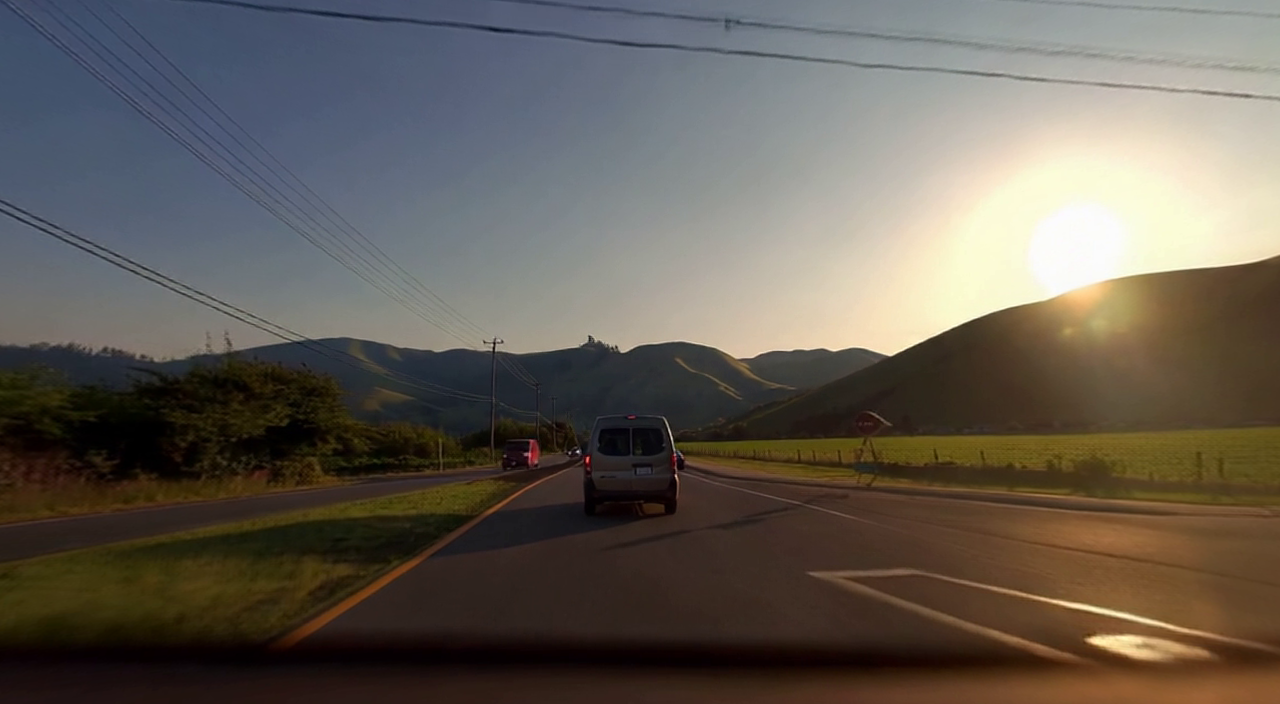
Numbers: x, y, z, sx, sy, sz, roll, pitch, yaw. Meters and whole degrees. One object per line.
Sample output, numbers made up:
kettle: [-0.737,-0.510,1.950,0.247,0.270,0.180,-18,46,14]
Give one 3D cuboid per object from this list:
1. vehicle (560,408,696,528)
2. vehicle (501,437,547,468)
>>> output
vehicle: [-0.309,2.460,13.709,2.454,2.144,4.535,0,-9,-2]
vehicle: [-9.105,7.981,49.832,2.260,2.264,5.982,0,-9,2]
